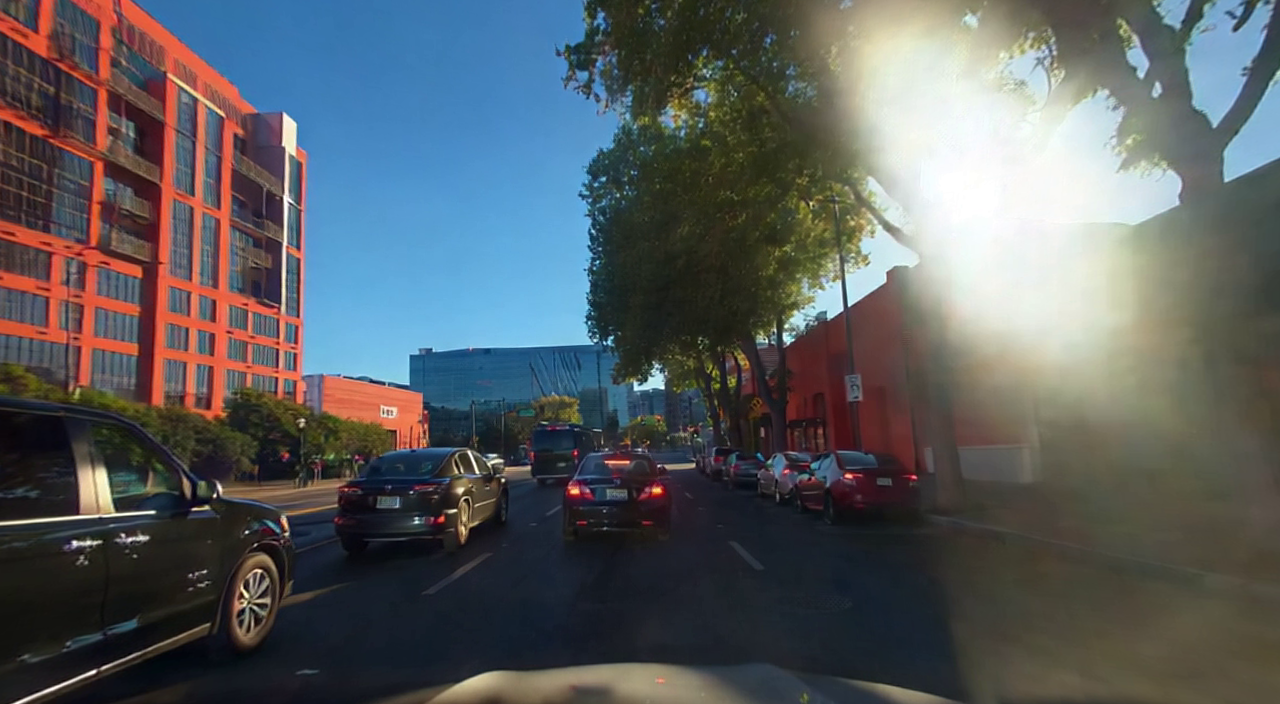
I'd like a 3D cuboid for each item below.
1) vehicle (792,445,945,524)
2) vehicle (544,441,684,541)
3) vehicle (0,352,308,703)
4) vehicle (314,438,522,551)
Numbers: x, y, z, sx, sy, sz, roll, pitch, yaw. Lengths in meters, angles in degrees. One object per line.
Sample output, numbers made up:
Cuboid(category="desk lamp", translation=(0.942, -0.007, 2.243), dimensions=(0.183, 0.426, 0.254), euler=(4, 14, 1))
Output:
Cuboid(category="vehicle", translation=(4.899, 2.854, 14.186), dimensions=(1.832, 1.491, 4.054), euler=(1, -9, -1))
Cuboid(category="vehicle", translation=(-0.389, 2.470, 11.855), dimensions=(2.152, 1.518, 4.113), euler=(0, -9, 0))
Cuboid(category="vehicle", translation=(-3.730, 0.876, 2.537), dimensions=(2.140, 1.768, 4.685), euler=(0, -9, 1))
Cuboid(category="vehicle", translation=(-3.528, 2.334, 11.083), dimensions=(1.995, 1.554, 4.426), euler=(0, -9, 1))
